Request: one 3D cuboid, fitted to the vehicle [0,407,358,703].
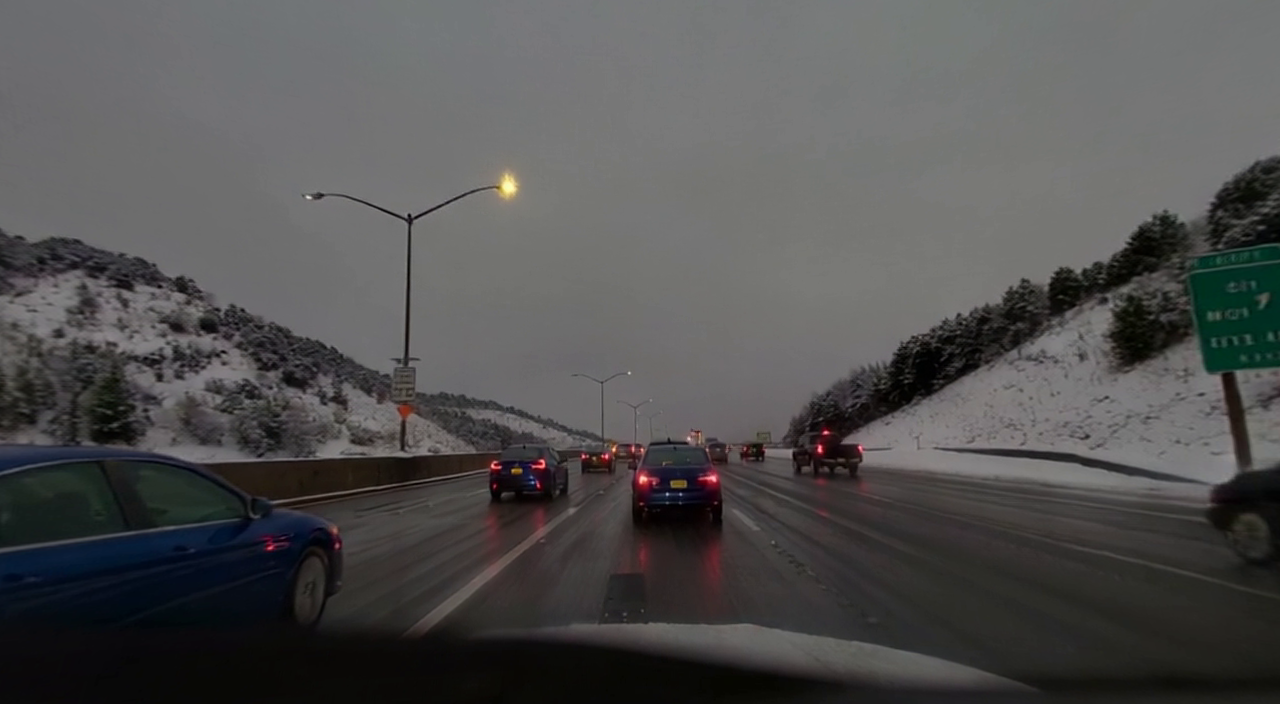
[{"bbox_3d":[-3.439,1.087,3.113,2.033,1.513,4.333,-1,-8,1],"label":"vehicle"}]

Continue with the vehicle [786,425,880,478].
[{"bbox_3d":[7.386,3.893,24.773,2.210,1.831,4.843,-1,-8,1],"label":"vehicle"}]

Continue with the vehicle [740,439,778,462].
[{"bbox_3d":[8.865,7.371,47.397,2.032,1.580,4.928,-1,-8,2],"label":"vehicle"}]

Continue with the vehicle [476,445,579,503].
[{"bbox_3d":[-3.063,3.419,18.249,2.017,1.446,4.384,-1,-8,2],"label":"vehicle"}]

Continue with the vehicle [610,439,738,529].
[{"bbox_3d":[0.613,2.446,12.278,2.072,1.431,3.904,-1,-8,2],"label":"vehicle"}]

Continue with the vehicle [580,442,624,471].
[{"bbox_3d":[-2.160,6.081,36.915,2.034,1.572,4.444,-1,-8,3],"label":"vehicle"}]
